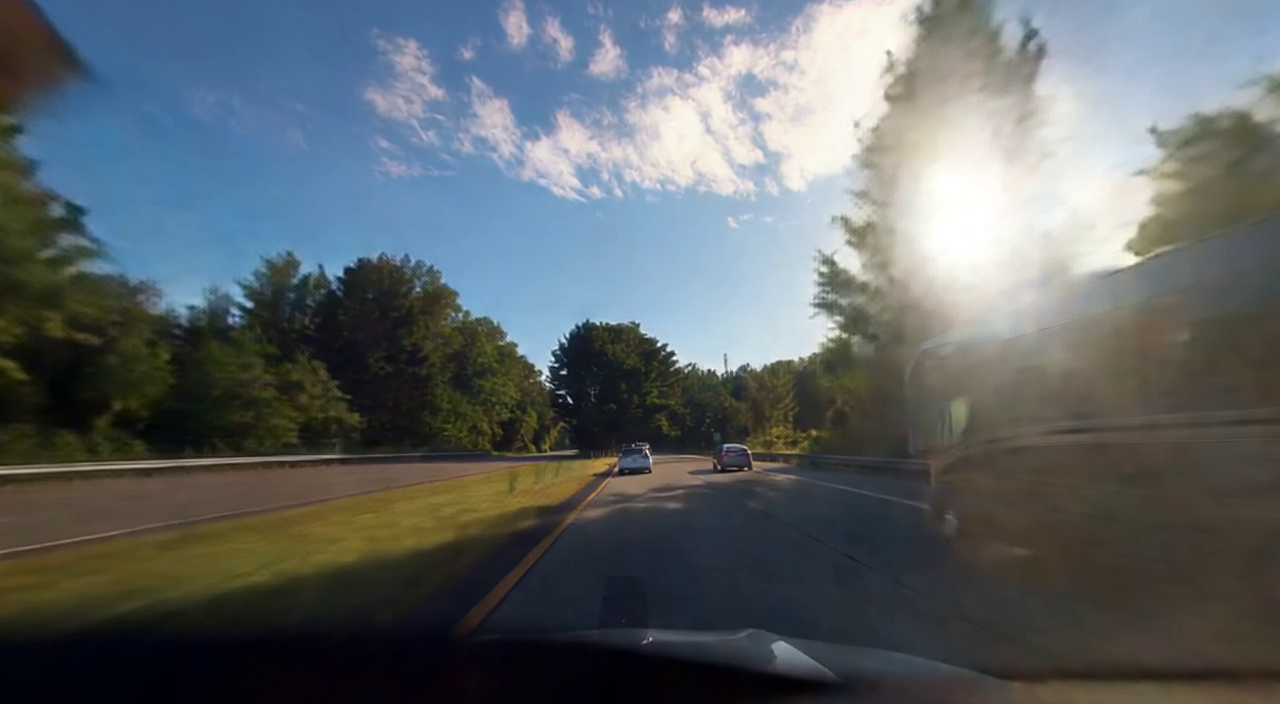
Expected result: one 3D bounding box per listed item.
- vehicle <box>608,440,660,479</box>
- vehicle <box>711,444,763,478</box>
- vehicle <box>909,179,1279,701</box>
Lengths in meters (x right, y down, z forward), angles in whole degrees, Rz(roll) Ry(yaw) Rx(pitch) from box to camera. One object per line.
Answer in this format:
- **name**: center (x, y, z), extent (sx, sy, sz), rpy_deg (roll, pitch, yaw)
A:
- **vehicle**: center (-0.259, 4.703, 27.728), extent (2.120, 1.575, 4.018), rpy_deg (0, -9, 0)
- **vehicle**: center (4.317, 4.900, 28.504), extent (1.757, 1.459, 3.398), rpy_deg (0, -9, -1)
- **vehicle**: center (4.879, 0.660, 4.546), extent (2.745, 2.832, 7.035), rpy_deg (1, -9, 0)
